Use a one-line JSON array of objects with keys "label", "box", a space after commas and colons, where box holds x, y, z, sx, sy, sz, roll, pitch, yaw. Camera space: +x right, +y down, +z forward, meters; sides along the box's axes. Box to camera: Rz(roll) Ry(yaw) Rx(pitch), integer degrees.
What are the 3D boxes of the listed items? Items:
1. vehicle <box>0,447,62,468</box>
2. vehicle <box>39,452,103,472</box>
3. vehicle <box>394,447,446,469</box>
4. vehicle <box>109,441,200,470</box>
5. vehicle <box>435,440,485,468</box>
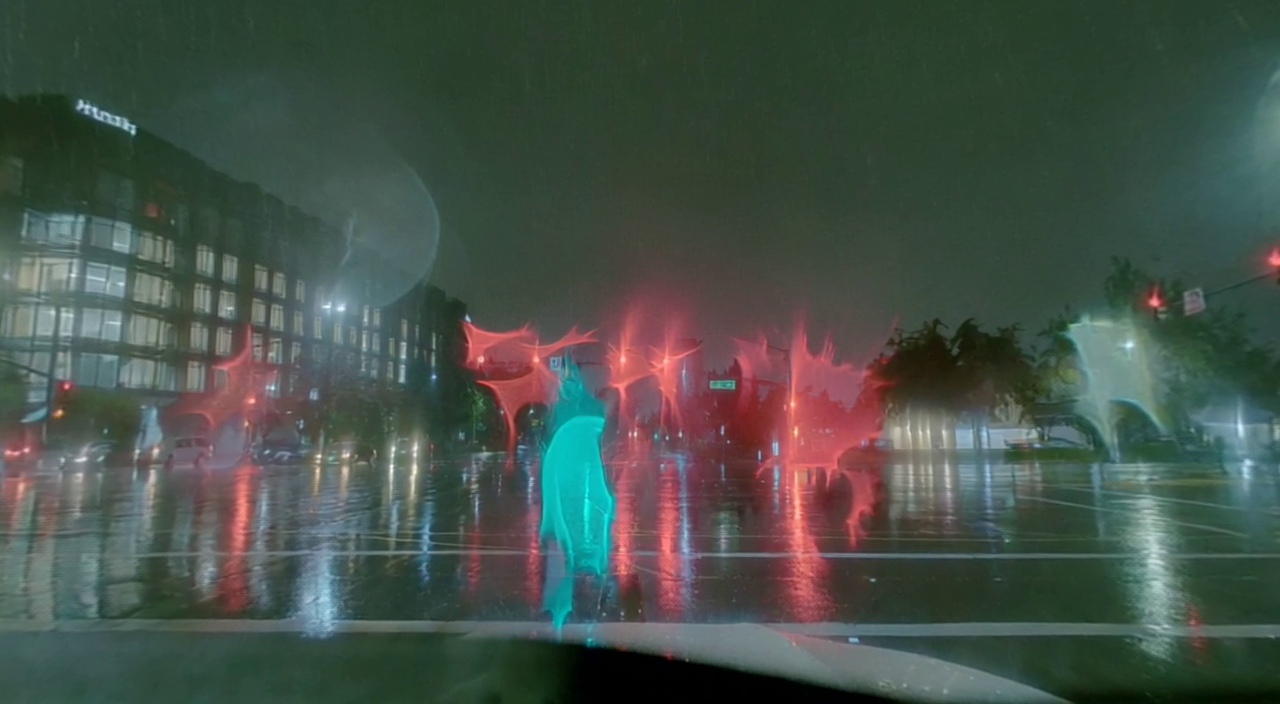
[{"label": "vehicle", "box": [-45.279, 7.758, 46.586, 1.858, 1.467, 3.624, 0, -8, 0]}, {"label": "vehicle", "box": [-41.605, 8.022, 46.272, 1.552, 1.339, 3.340, -2, -9, -1]}, {"label": "vehicle", "box": [-15.524, 7.446, 44.792, 2.056, 1.450, 4.343, 0, -8, 0]}, {"label": "vehicle", "box": [-34.926, 7.417, 45.728, 2.204, 1.955, 5.518, 0, -8, 0]}, {"label": "vehicle", "box": [-11.975, 6.799, 42.315, 2.080, 1.763, 4.341, 0, -8, 0]}]
